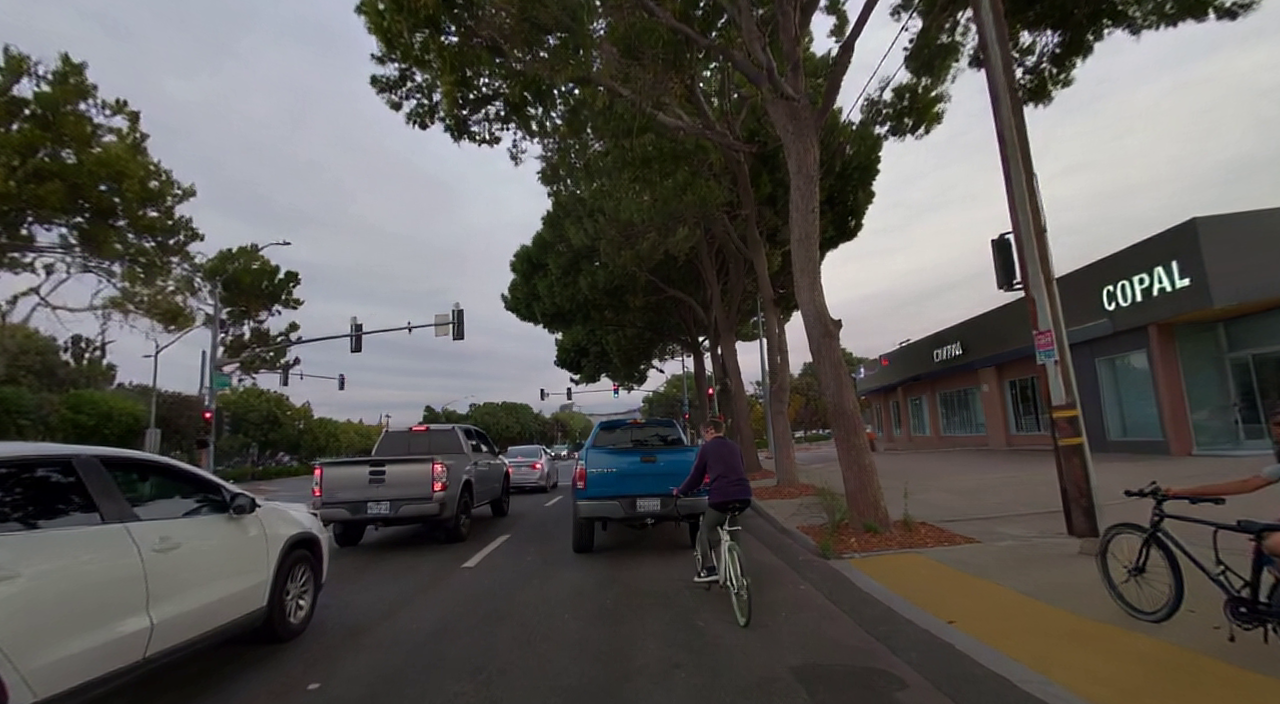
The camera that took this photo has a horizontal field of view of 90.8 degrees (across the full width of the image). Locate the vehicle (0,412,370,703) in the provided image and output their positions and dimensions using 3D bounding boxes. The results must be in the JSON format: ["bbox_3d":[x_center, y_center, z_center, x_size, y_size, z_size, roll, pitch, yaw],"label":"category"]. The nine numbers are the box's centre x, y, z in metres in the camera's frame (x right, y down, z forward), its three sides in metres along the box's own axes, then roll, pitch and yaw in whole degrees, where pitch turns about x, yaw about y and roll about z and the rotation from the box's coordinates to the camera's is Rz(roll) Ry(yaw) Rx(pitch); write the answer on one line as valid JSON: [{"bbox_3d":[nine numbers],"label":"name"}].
[{"bbox_3d":[-3.554,1.173,3.694,2.064,1.486,4.140,0,-9,1],"label":"vehicle"}]

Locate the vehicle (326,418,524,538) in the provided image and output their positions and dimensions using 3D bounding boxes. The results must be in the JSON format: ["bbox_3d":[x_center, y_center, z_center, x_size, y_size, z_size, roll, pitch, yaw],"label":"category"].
[{"bbox_3d":[-3.597,2.204,11.630,2.046,1.750,4.452,0,-9,0],"label":"vehicle"}]

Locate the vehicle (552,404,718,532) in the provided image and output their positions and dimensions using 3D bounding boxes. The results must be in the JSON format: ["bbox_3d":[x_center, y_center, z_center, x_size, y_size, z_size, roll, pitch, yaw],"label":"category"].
[{"bbox_3d":[-0.110,2.092,11.896,2.426,1.882,5.027,0,-9,-1],"label":"vehicle"}]
